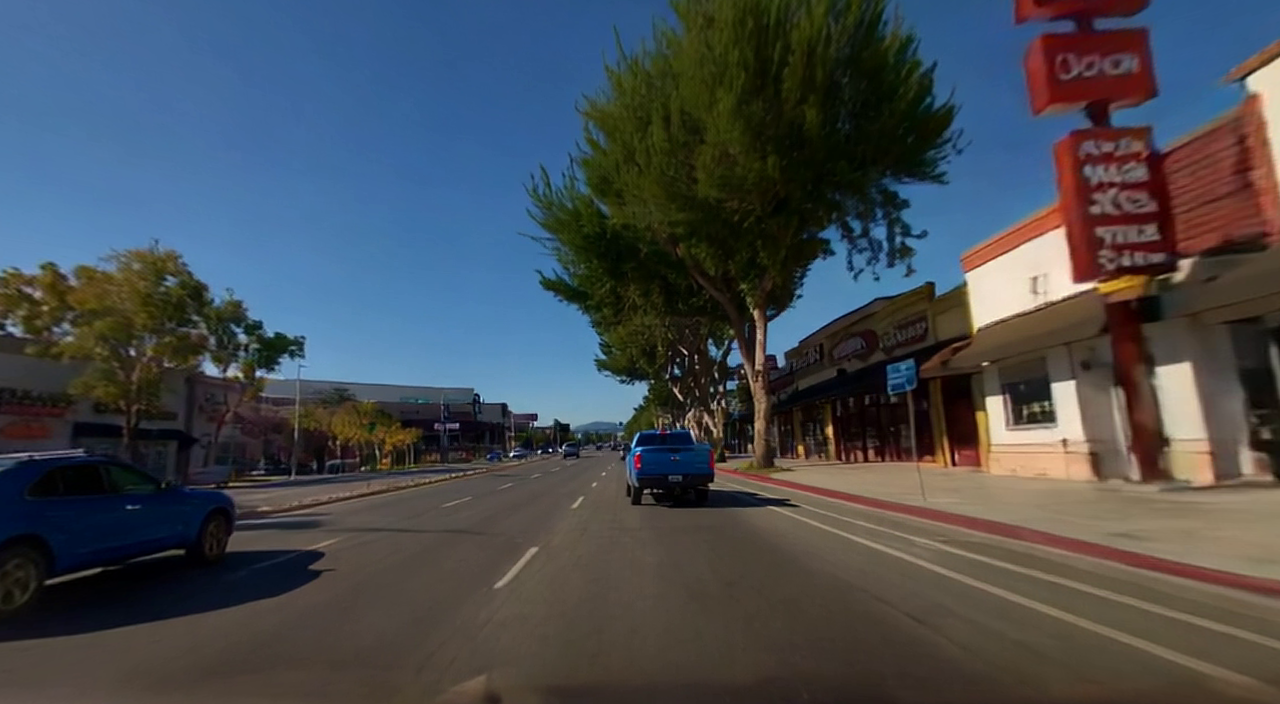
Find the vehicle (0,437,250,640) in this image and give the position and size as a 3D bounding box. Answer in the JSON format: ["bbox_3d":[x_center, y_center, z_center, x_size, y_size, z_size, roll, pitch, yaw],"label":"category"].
[{"bbox_3d":[-5.473,1.407,5.035,1.888,1.424,4.553,0,-8,-1],"label":"vehicle"}]

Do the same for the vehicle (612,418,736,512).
[{"bbox_3d":[0.589,2.788,16.125,2.590,1.932,5.776,0,-8,-2],"label":"vehicle"}]
